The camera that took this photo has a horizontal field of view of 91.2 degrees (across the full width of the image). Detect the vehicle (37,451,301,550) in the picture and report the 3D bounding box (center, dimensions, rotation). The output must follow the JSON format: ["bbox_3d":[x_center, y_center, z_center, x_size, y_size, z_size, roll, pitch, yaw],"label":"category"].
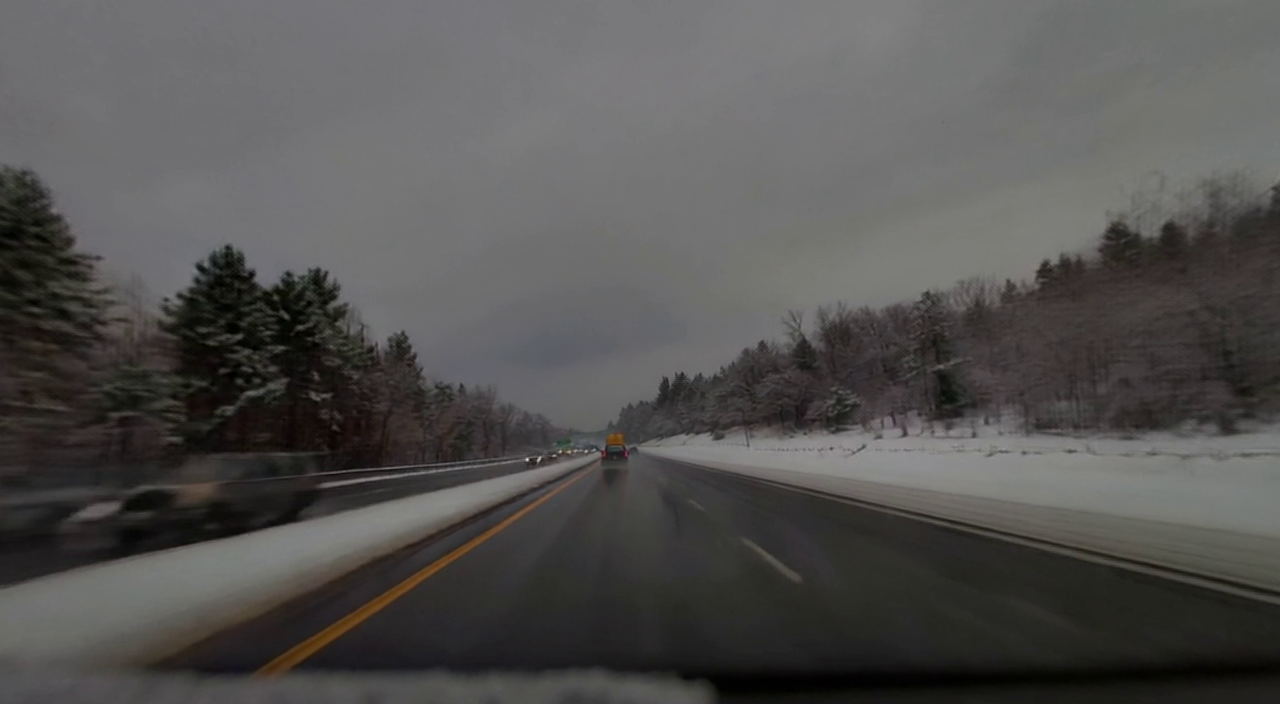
[{"bbox_3d":[-9.251,2.889,12.949,2.076,1.635,4.399,0,-9,-2],"label":"vehicle"}]

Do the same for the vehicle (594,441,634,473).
[{"bbox_3d":[-1.498,6.032,36.218,2.168,1.705,4.272,0,-9,-2],"label":"vehicle"}]
